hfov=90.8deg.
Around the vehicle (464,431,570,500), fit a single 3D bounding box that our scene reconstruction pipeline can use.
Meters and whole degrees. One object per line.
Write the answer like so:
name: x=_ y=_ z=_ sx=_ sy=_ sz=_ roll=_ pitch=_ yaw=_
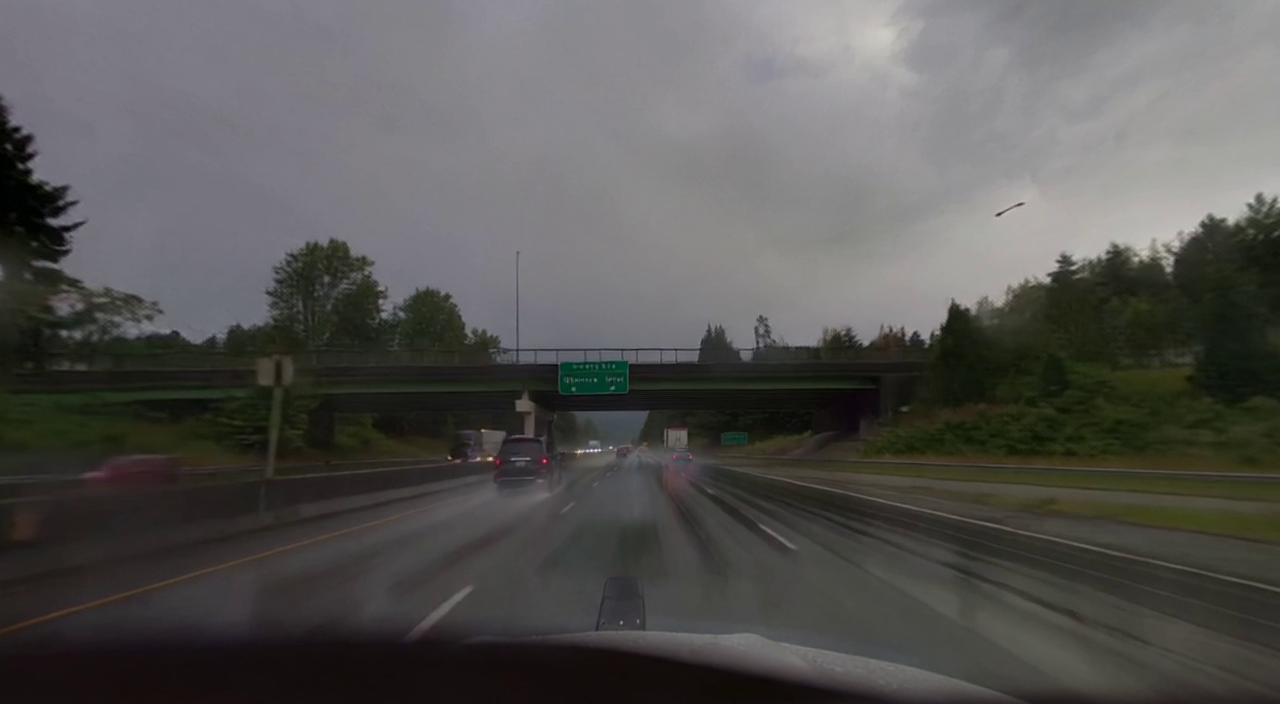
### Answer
vehicle: x=-3.509 y=3.348 z=18.984 sx=2.238 sy=1.792 sz=4.518 roll=0 pitch=-9 yaw=0
